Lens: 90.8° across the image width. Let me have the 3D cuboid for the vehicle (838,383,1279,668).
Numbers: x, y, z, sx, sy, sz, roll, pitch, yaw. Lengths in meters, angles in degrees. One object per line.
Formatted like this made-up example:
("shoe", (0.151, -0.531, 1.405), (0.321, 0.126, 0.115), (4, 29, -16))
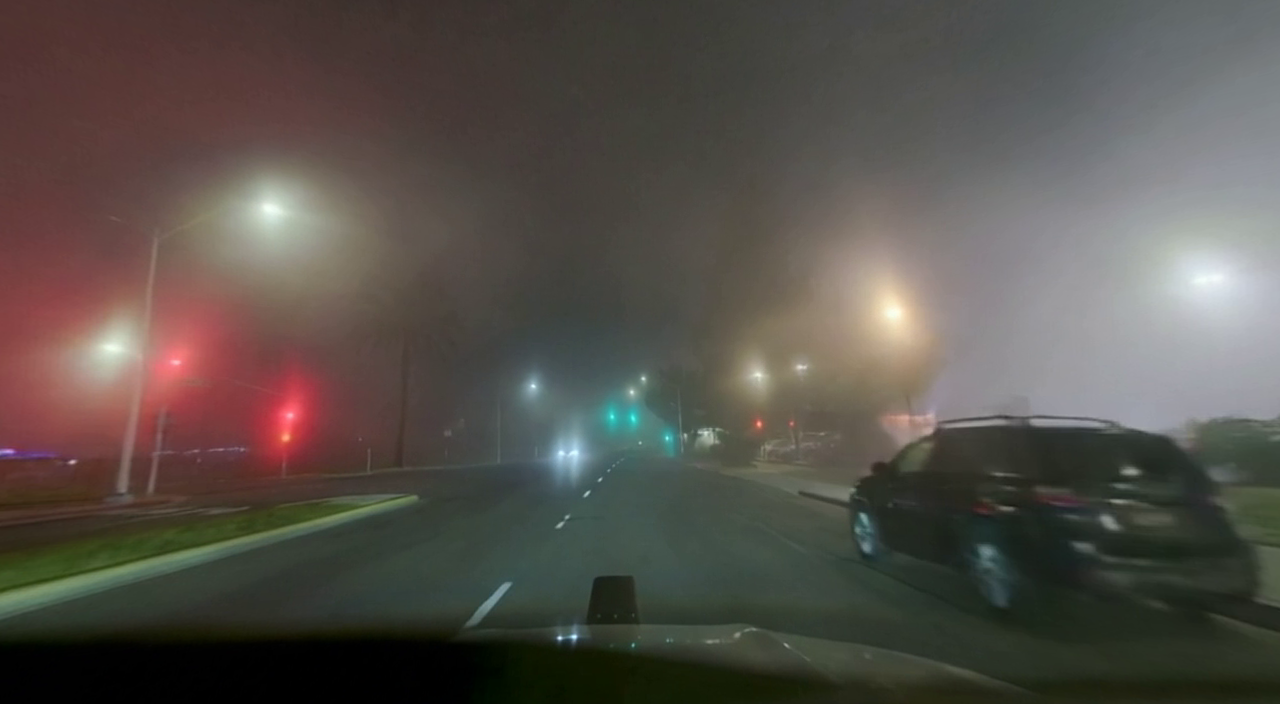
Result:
("vehicle", (3.761, 1.407, 6.165), (2.138, 1.743, 4.363), (1, -9, -2))

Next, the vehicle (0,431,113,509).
("vehicle", (-19.411, 3.687, 20.195), (6.167, 2.125, 2.526), (-7, -10, 38))
